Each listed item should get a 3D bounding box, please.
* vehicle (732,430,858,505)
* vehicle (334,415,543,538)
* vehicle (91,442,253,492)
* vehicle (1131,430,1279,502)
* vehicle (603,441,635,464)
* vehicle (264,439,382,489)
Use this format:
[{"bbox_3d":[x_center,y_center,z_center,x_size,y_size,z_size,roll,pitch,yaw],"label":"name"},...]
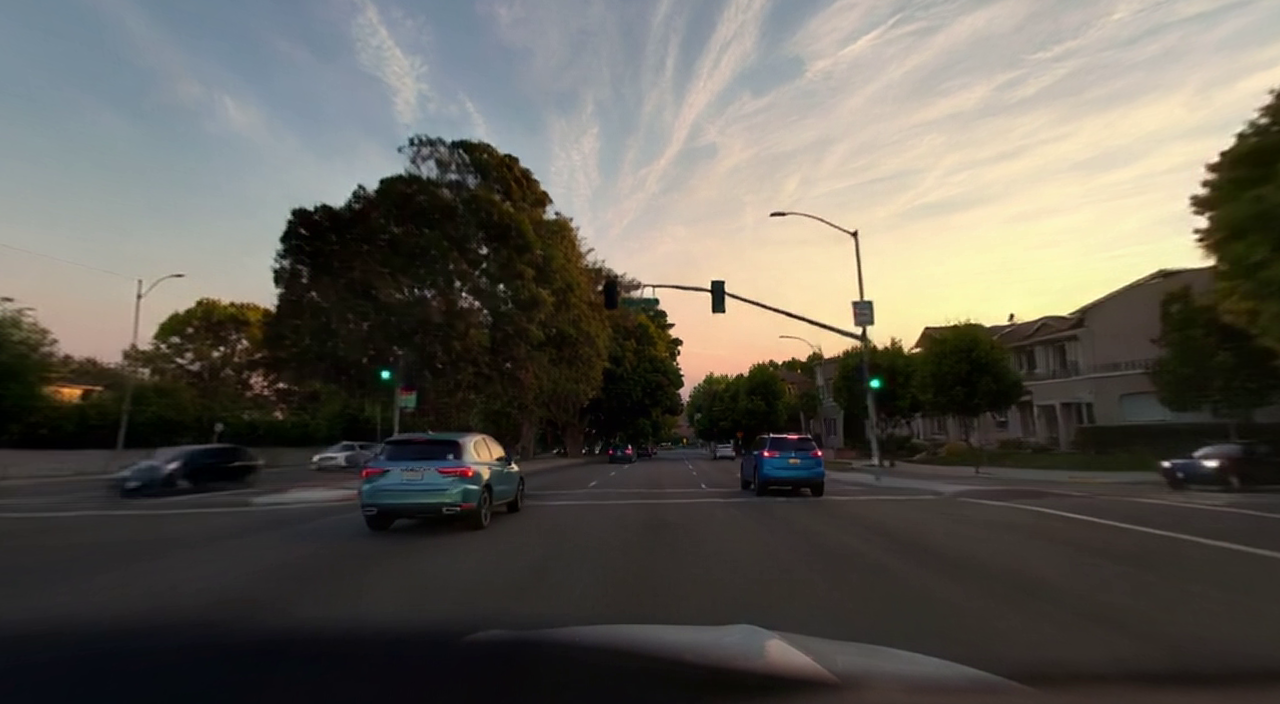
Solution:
[{"bbox_3d":[3.803,2.910,16.453,2.132,1.659,4.387,0,-8,0],"label":"vehicle"},{"bbox_3d":[-3.155,2.059,11.117,2.045,1.688,4.632,-1,-8,2],"label":"vehicle"},{"bbox_3d":[-15.473,3.792,21.279,1.906,1.457,4.559,-1,-8,1],"label":"vehicle"},{"bbox_3d":[16.051,2.949,16.857,4.922,1.630,2.094,1,-8,-18],"label":"vehicle"},{"bbox_3d":[-1.501,7.305,46.217,1.988,1.569,4.202,-1,-8,3],"label":"vehicle"},{"bbox_3d":[-11.434,4.022,23.212,2.006,1.492,4.672,-3,-8,-1],"label":"vehicle"}]
